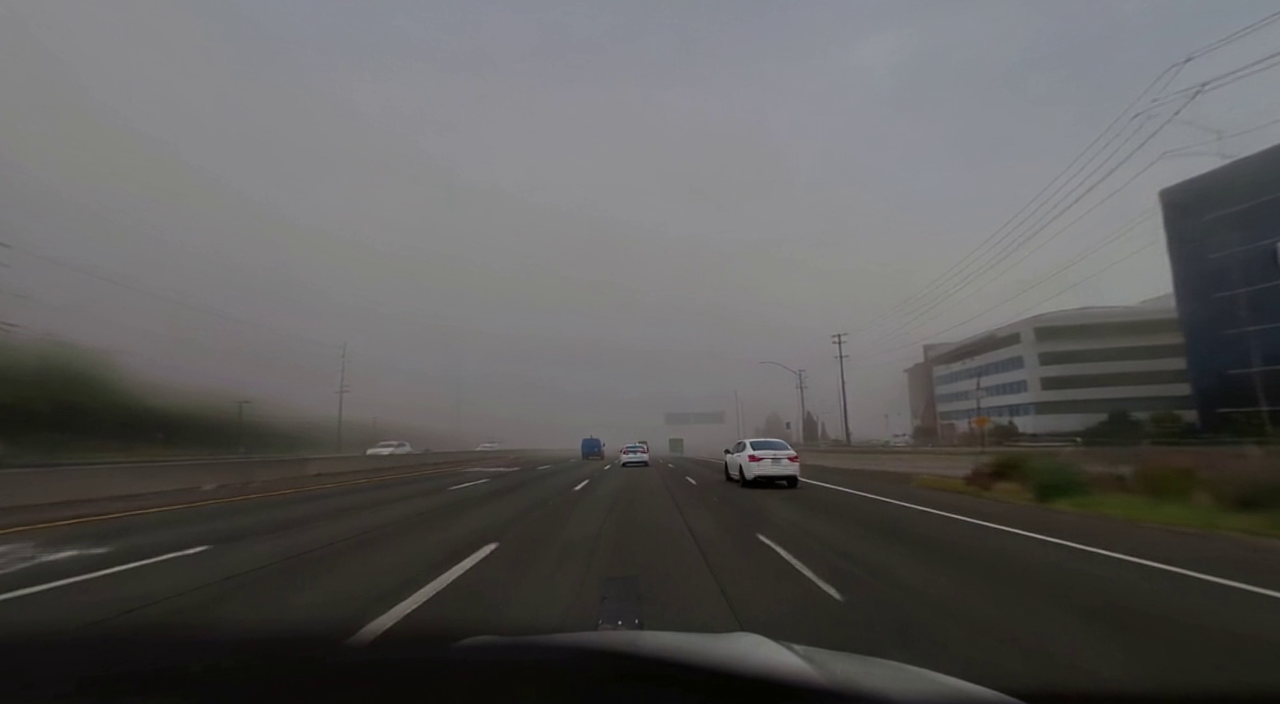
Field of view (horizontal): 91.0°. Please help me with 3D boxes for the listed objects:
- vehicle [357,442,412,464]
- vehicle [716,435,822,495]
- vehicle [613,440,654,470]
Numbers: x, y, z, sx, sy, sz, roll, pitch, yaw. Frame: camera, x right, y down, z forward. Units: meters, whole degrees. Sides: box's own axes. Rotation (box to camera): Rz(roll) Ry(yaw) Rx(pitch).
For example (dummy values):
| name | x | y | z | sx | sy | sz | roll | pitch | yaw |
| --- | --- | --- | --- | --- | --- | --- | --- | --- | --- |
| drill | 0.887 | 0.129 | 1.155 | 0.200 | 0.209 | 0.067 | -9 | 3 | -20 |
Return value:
| name | x | y | z | sx | sy | sz | roll | pitch | yaw |
| --- | --- | --- | --- | --- | --- | --- | --- | --- | --- |
| vehicle | -19.806 | 7.820 | 48.995 | 2.306 | 1.598 | 4.570 | 0 | -8 | 0 |
| vehicle | 3.584 | 3.224 | 18.390 | 1.995 | 1.533 | 4.463 | 0 | -8 | -2 |
| vehicle | -0.361 | 5.453 | 33.606 | 2.019 | 1.472 | 3.971 | 0 | -8 | -1 |
